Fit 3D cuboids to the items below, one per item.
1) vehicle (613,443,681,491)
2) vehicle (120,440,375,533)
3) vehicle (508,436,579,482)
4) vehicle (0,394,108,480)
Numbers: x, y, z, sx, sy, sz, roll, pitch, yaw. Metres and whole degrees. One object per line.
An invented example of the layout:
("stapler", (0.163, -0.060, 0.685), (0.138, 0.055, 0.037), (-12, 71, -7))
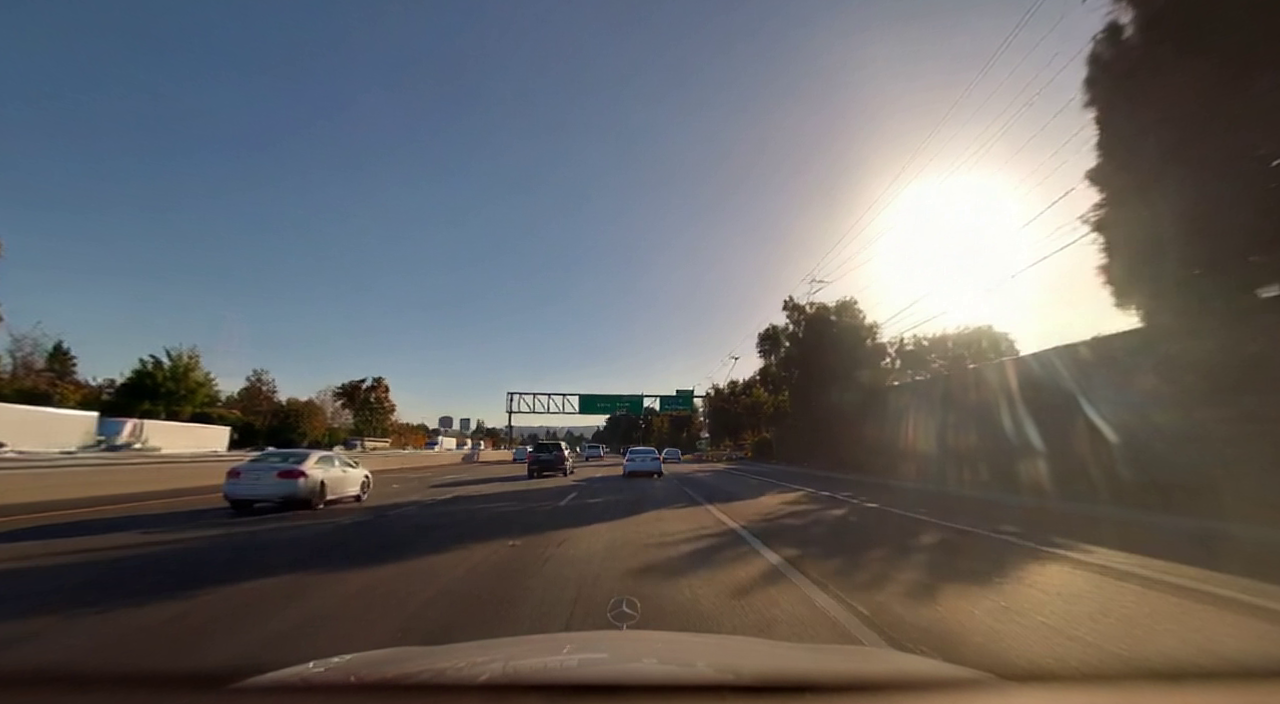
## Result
("vehicle", (0.171, 3.856, 21.574), (2.082, 1.482, 4.126), (0, -8, -1))
("vehicle", (-7.235, 2.491, 12.412), (1.974, 1.464, 4.733), (0, -8, 0))
("vehicle", (-3.982, 4.529, 26.937), (2.289, 1.777, 4.534), (0, -8, 0))
("vehicle", (-31.890, 4.023, 29.819), (2.841, 4.066, 12.931), (1, -8, -4))
